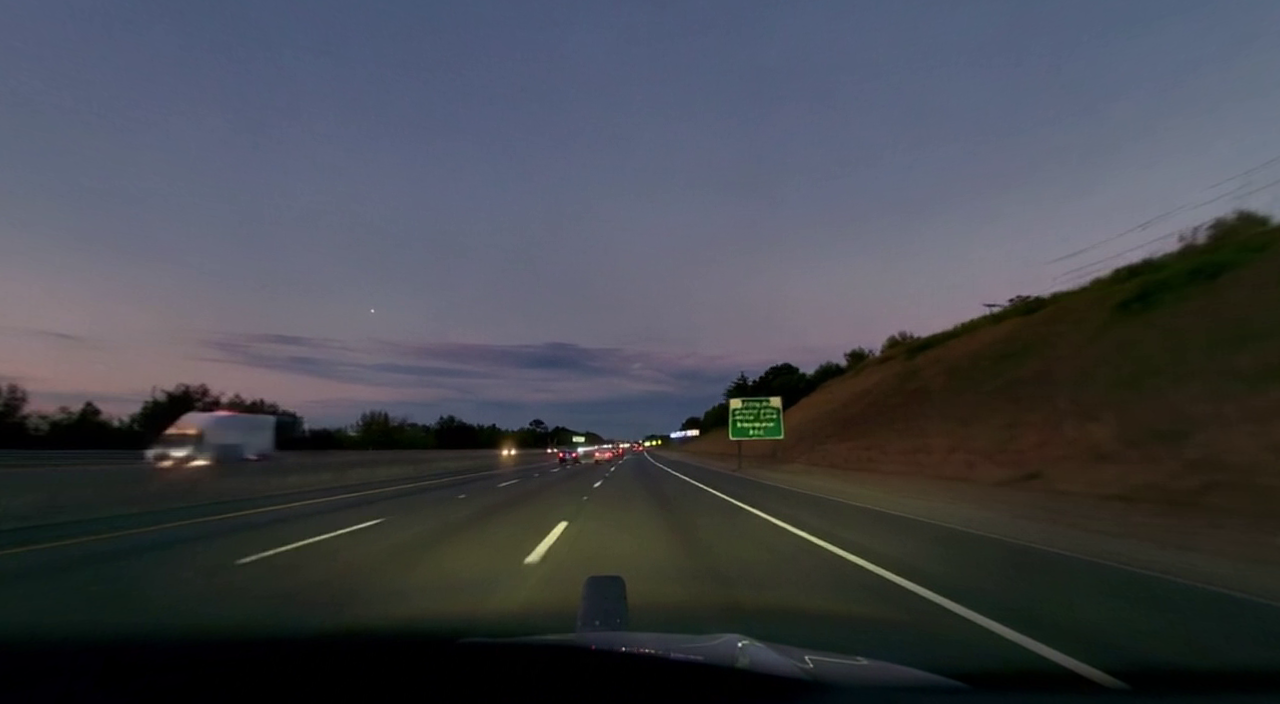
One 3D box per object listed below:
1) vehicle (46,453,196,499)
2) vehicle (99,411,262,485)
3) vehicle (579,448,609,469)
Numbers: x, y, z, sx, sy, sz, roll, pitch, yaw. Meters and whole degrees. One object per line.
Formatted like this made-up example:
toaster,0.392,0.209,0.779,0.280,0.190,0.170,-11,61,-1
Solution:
vehicle,-18.578,4.420,22.756,1.785,1.474,4.328,0,-9,-1
vehicle,-22.595,4.819,31.465,2.619,3.254,7.143,0,-9,0
vehicle,-3.261,7.678,45.354,1.895,1.482,3.852,0,-9,0
